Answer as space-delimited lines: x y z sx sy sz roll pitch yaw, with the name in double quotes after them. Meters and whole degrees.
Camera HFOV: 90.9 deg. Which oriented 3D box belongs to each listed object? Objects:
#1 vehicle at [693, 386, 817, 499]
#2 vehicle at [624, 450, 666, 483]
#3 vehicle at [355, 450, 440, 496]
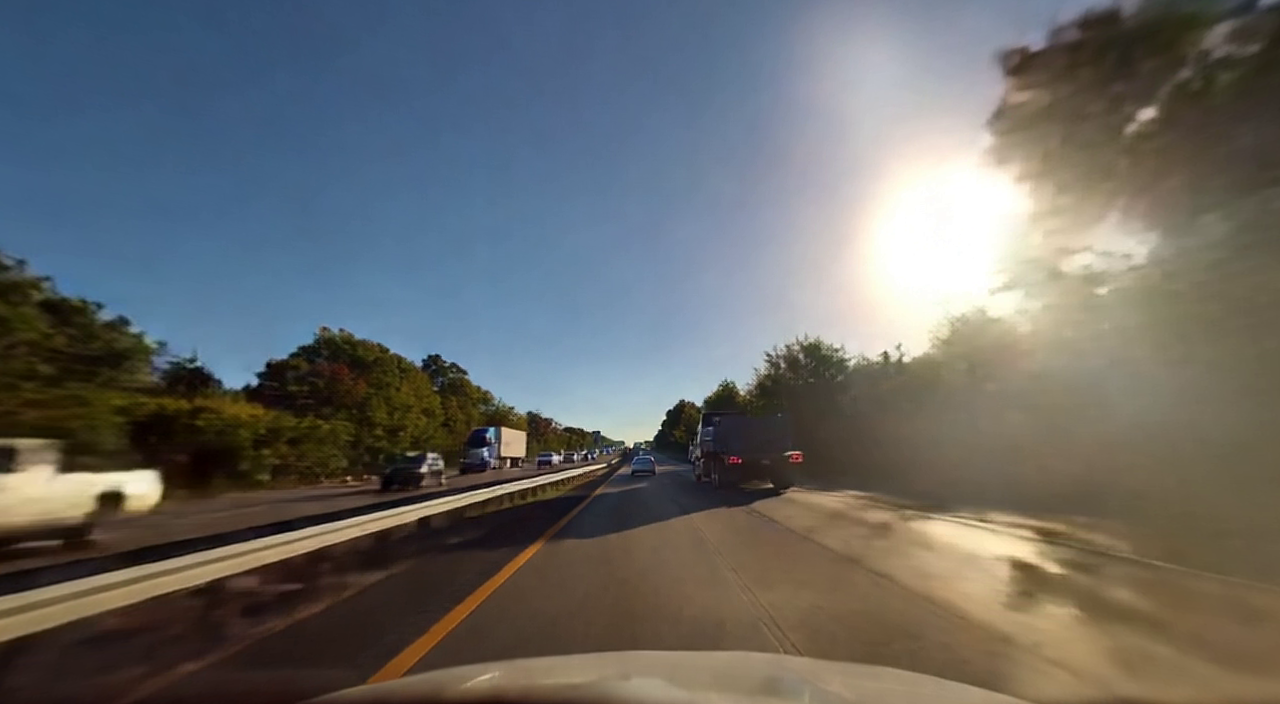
4.281 3.911 26.761 2.885 3.679 12.102 0 -9 0 "vehicle"
0.234 5.576 30.930 1.939 1.495 3.612 0 -9 0 "vehicle"
-9.055 4.504 23.827 1.781 1.564 3.547 0 -9 0 "vehicle"
